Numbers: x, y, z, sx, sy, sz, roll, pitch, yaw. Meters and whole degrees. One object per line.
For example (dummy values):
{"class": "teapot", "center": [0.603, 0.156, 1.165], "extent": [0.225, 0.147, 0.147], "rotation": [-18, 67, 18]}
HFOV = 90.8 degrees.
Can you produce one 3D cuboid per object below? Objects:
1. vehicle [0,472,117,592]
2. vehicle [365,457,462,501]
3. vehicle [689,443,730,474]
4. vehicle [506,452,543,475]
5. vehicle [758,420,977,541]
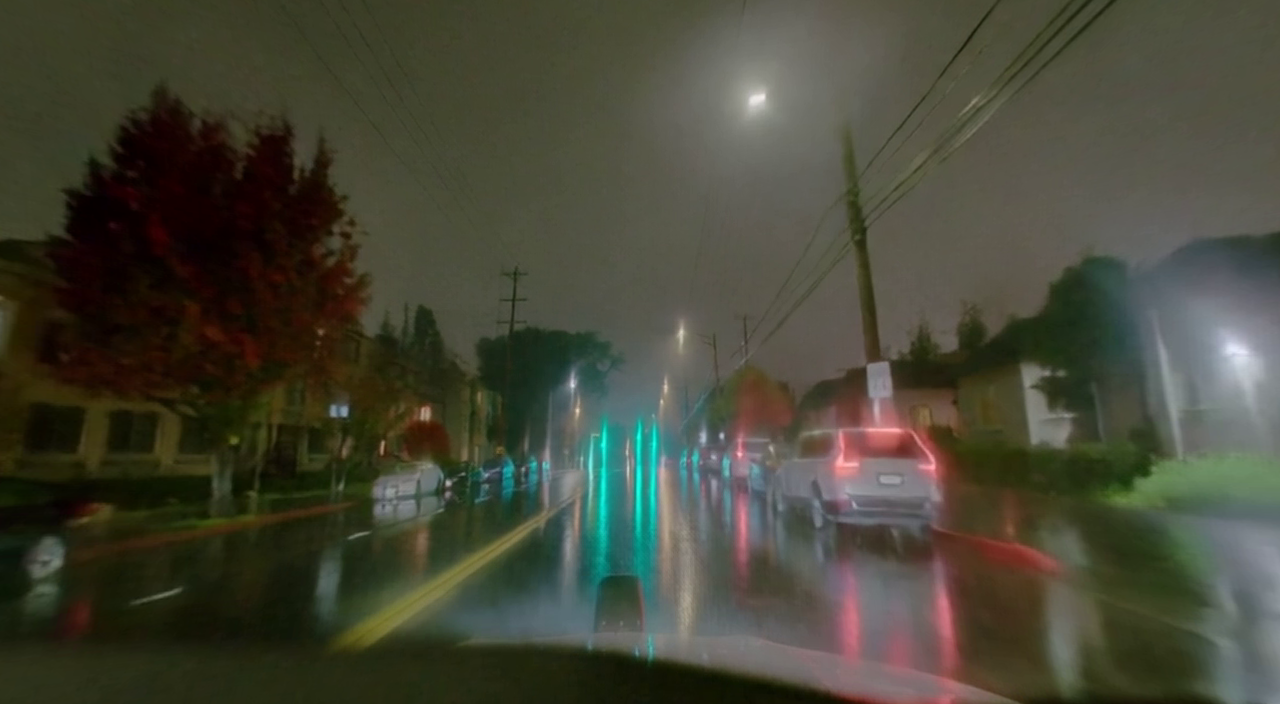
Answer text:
{"class": "vehicle", "center": [-9.201, 2.310, 7.763], "extent": [1.818, 1.469, 4.349], "rotation": [0, -9, 0]}
{"class": "vehicle", "center": [-8.988, 5.063, 25.584], "extent": [2.208, 1.508, 4.590], "rotation": [0, -9, 0]}
{"class": "vehicle", "center": [4.107, 6.364, 37.989], "extent": [2.155, 1.747, 4.311], "rotation": [-1, -9, 2]}
{"class": "vehicle", "center": [-8.814, 8.595, 48.505], "extent": [1.884, 1.526, 4.061], "rotation": [-5, -10, 2]}
{"class": "vehicle", "center": [3.812, 2.261, 11.779], "extent": [2.225, 1.759, 4.817], "rotation": [0, -9, -1]}
